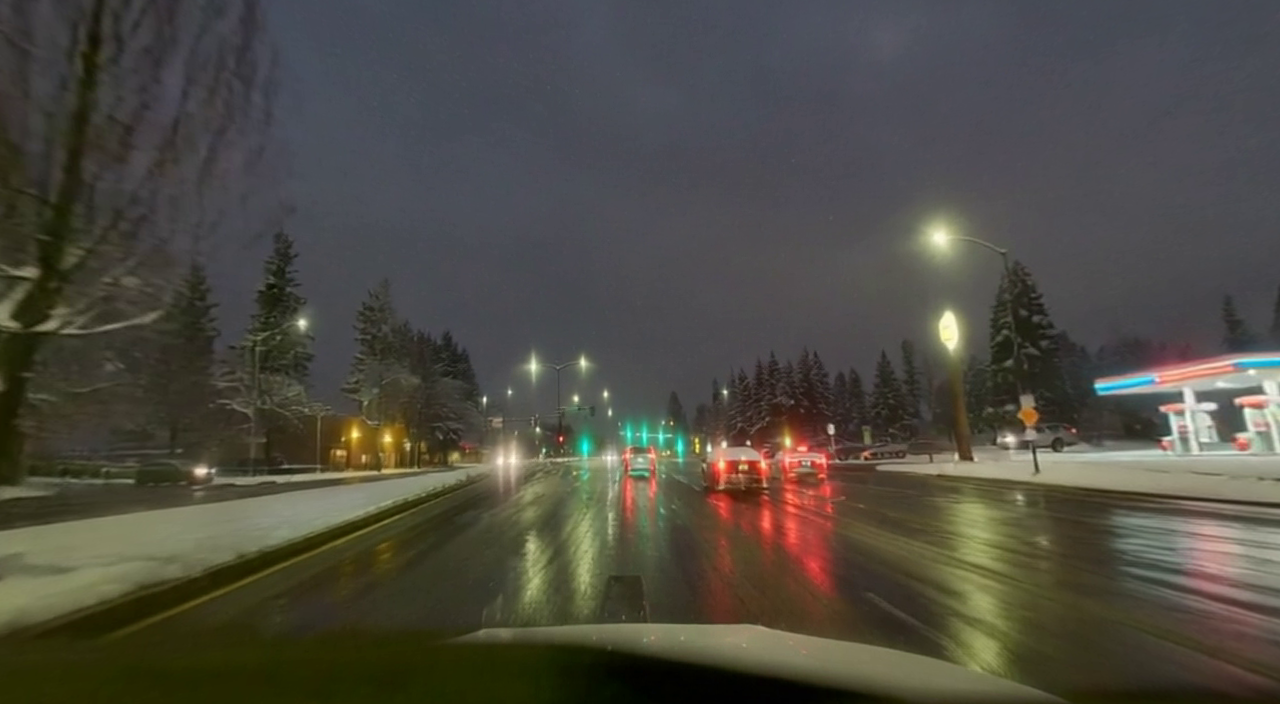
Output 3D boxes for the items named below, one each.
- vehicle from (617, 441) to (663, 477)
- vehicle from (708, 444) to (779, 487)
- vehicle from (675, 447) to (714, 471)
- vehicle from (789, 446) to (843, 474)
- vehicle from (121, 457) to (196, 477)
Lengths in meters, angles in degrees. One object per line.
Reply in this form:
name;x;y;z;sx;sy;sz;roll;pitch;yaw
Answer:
vehicle;-0.009;5.466;32.261;2.172;1.694;4.055;0;-9;0
vehicle;3.936;4.388;24.707;1.980;1.515;4.362;0;-9;-1
vehicle;3.551;7.065;41.813;2.114;1.473;4.495;0;-9;-1
vehicle;10.186;6.264;36.701;1.906;1.488;4.251;0;-9;0
vehicle;-37.834;9.061;49.337;4.428;1.450;1.810;0;-8;1
